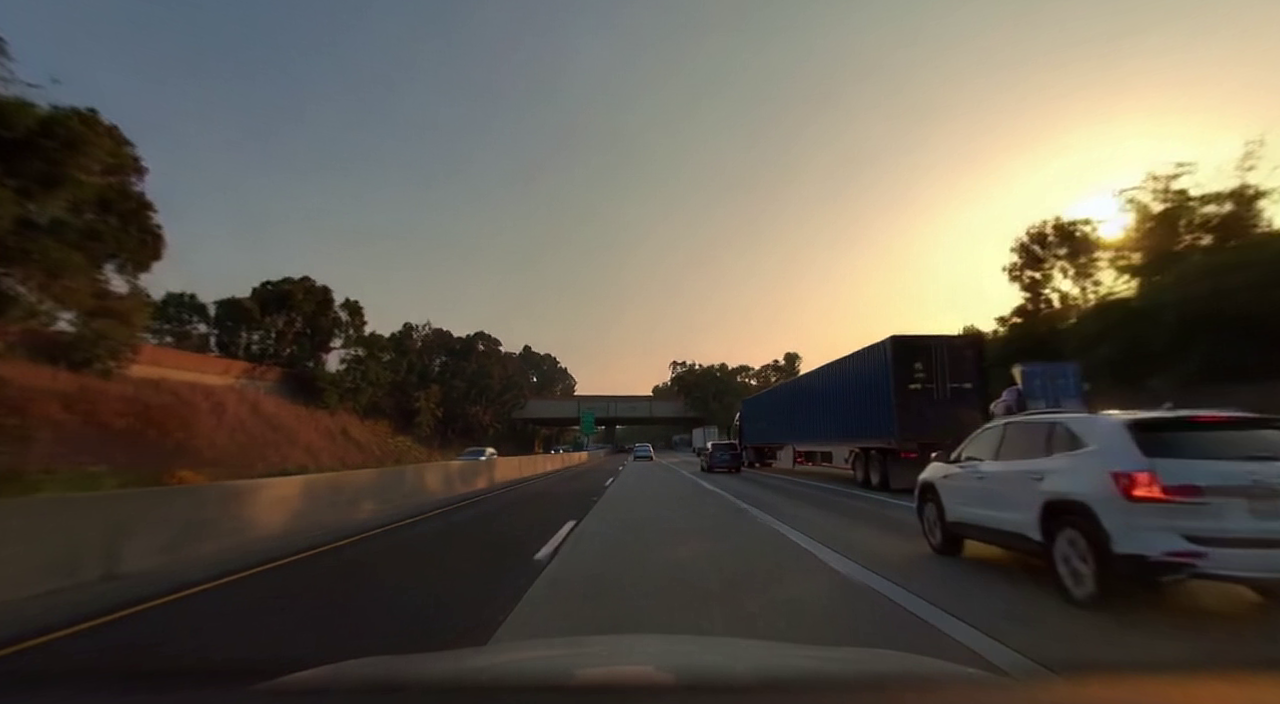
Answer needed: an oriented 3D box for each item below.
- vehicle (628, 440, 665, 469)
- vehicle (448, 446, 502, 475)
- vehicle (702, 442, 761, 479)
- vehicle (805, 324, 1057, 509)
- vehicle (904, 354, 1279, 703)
[{"bbox_3d":[0.433,6.571,40.589,2.313,1.736,4.215,0,-8,1],"label":"vehicle"},{"bbox_3d":[-10.007,6.589,38.426,1.986,1.581,4.469,0,-8,2],"label":"vehicle"},{"bbox_3d":[3.940,4.758,27.833,1.888,1.501,4.608,0,-8,0],"label":"vehicle"},{"bbox_3d":[7.490,2.023,18.251,2.784,4.002,9.298,0,-8,0],"label":"vehicle"},{"bbox_3d":[3.823,1.124,4.570,1.972,1.693,4.139,0,-8,0],"label":"vehicle"}]
